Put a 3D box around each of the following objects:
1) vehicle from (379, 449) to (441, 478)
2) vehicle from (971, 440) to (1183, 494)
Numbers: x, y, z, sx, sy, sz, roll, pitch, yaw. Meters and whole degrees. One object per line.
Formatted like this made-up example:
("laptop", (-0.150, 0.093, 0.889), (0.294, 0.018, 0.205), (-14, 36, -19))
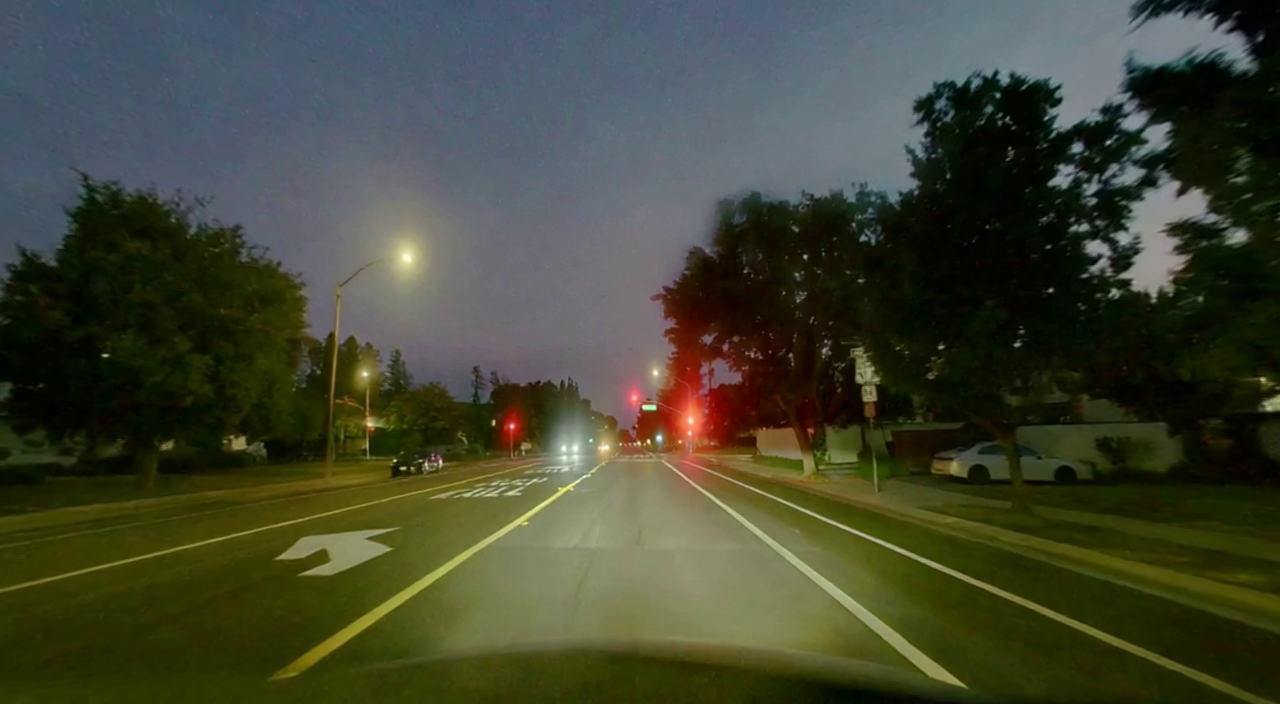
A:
("vehicle", (-12.957, 6.292, 35.917), (1.851, 1.482, 4.443), (0, -8, 0))
("vehicle", (12.377, 3.270, 18.153), (4.539, 1.404, 2.008), (-1, -8, 2))
